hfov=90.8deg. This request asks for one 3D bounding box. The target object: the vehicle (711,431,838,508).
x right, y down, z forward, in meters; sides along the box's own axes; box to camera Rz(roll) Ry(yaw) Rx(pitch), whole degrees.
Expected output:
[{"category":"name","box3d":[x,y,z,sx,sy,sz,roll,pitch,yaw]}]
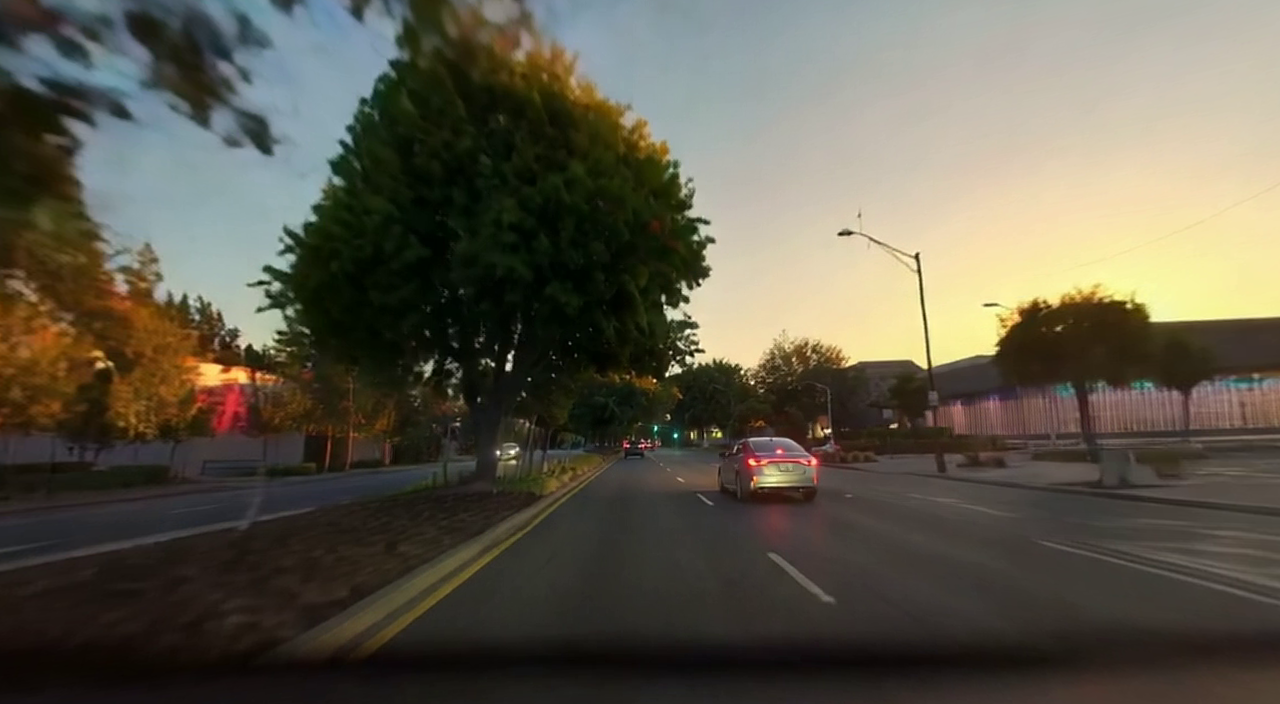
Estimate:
[{"category":"vehicle","box3d":[3.146,2.855,15.916,1.995,1.616,4.729,0,-8,-2]}]
